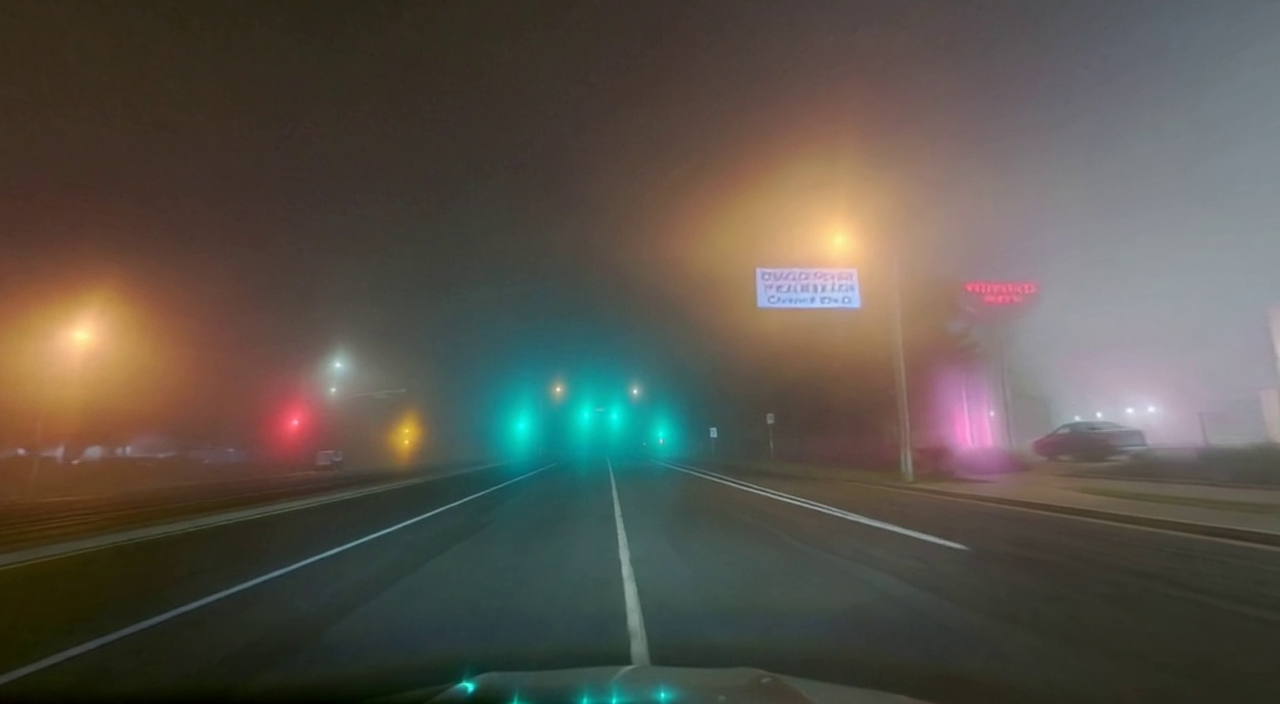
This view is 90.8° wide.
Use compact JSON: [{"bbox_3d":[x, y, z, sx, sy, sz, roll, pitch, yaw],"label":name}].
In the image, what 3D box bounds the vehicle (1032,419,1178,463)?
[{"bbox_3d":[16.931,3.287,23.344,1.812,1.467,4.411,0,-8,-4],"label":"vehicle"}]
